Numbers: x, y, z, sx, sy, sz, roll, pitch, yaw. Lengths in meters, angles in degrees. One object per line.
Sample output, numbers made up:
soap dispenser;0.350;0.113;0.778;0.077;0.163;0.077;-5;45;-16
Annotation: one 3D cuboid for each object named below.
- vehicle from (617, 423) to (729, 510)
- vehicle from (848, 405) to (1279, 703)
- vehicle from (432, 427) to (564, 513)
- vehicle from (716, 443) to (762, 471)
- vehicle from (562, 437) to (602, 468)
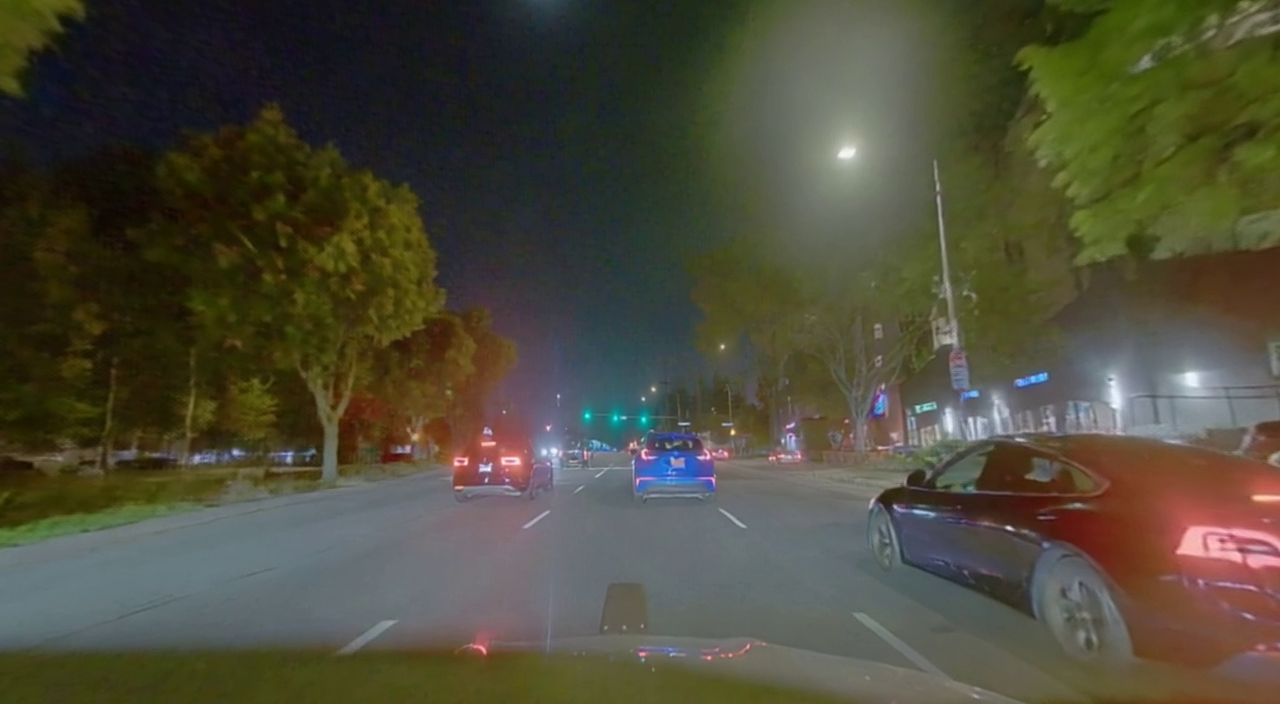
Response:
vehicle;0.620;2.653;15.024;2.280;1.747;4.361;0;-8;-1
vehicle;3.450;1.307;4.881;2.017;1.491;4.611;0;-8;-1
vehicle;-3.103;2.689;14.885;2.043;1.687;4.676;0;-8;0
vehicle;5.668;6.062;36.607;2.010;1.486;4.498;0;-8;1
vehicle;-3.411;6.070;38.071;2.014;1.755;4.360;0;-8;0
